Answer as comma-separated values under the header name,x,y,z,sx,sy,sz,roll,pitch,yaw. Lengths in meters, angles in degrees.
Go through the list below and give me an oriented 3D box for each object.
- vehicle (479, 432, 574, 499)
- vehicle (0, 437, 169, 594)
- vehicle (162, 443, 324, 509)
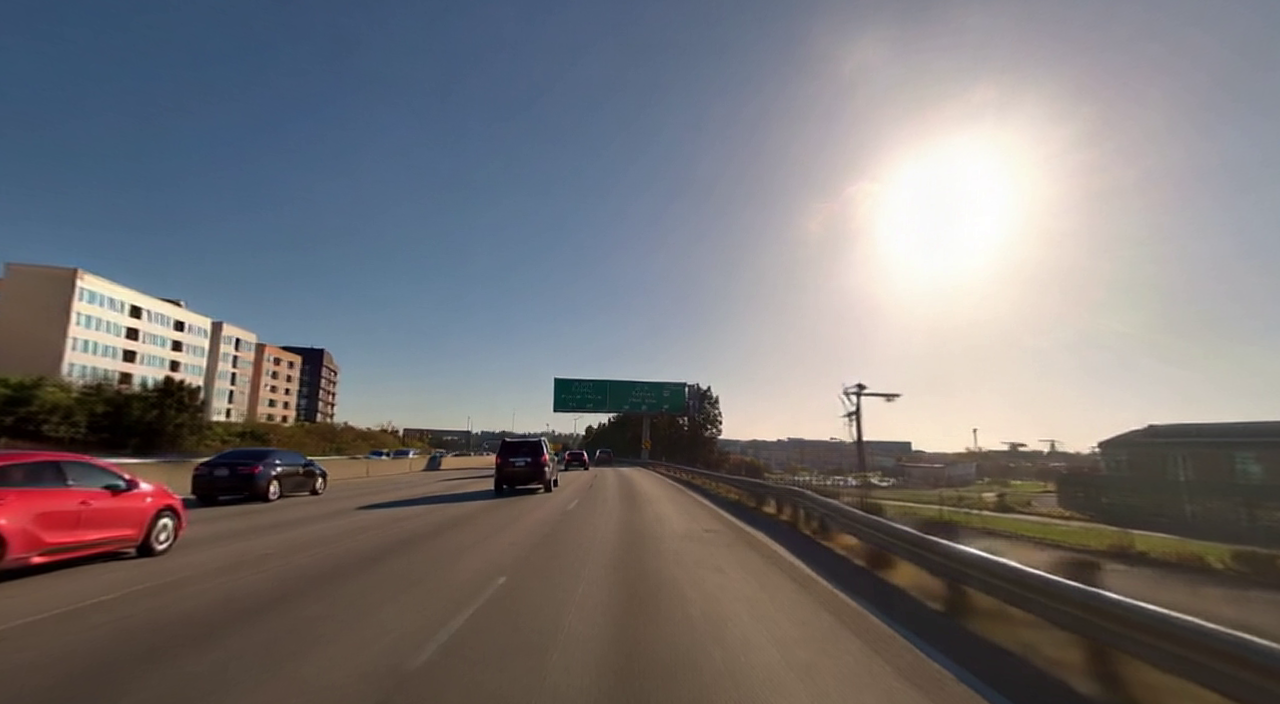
name,x,y,z,sx,sy,sz,roll,pitch,yaw
vehicle,-3.704,3.822,21.717,2.301,1.985,5.247,0,-9,0
vehicle,-7.112,1.654,6.555,1.796,1.509,3.393,0,-9,-1
vehicle,-11.380,3.546,18.555,1.919,1.665,4.394,0,-9,-1
